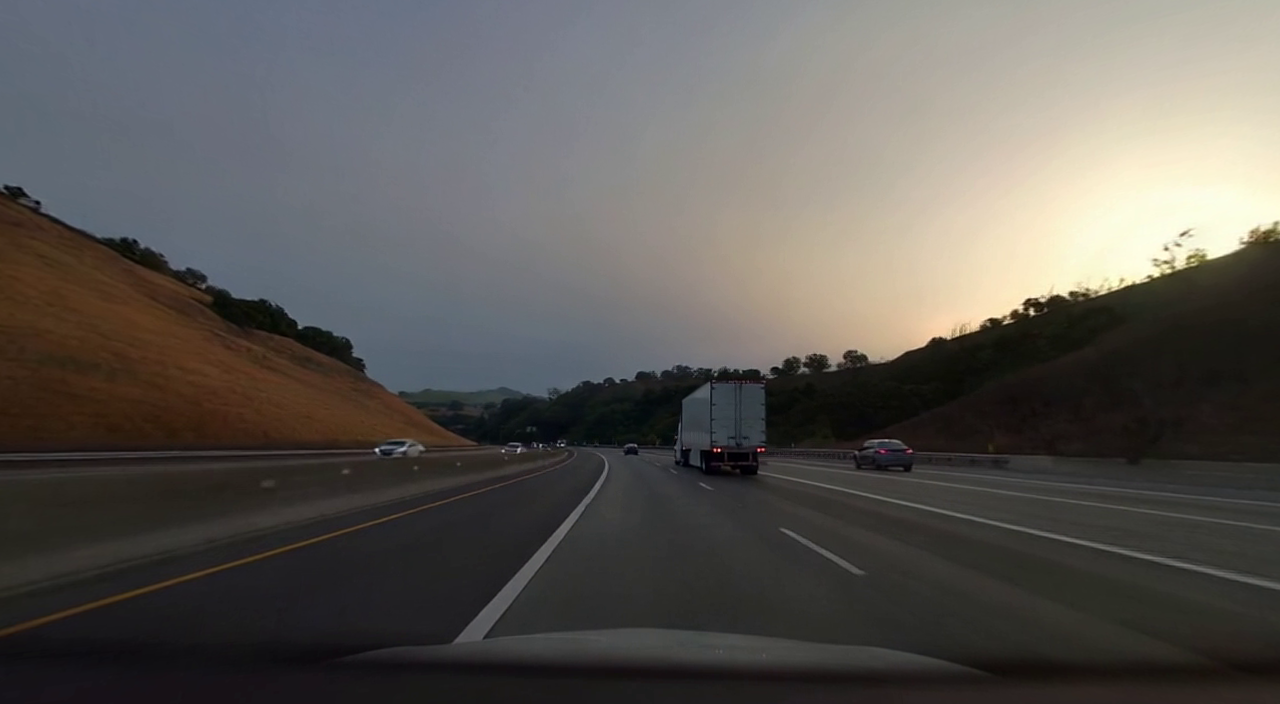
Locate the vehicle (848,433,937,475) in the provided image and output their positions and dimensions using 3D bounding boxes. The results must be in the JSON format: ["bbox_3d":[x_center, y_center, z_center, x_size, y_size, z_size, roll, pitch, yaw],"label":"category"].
[{"bbox_3d":[11.422,4.659,28.903,2.046,1.741,4.769,0,-9,-1],"label":"vehicle"}]

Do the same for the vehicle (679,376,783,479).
[{"bbox_3d":[3.833,3.700,29.750,3.049,3.968,10.706,0,-9,-1],"label":"vehicle"}]

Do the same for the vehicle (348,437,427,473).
[{"bbox_3d":[-13.365,5.499,33.757,2.113,1.783,5.320,0,-9,-1],"label":"vehicle"}]
